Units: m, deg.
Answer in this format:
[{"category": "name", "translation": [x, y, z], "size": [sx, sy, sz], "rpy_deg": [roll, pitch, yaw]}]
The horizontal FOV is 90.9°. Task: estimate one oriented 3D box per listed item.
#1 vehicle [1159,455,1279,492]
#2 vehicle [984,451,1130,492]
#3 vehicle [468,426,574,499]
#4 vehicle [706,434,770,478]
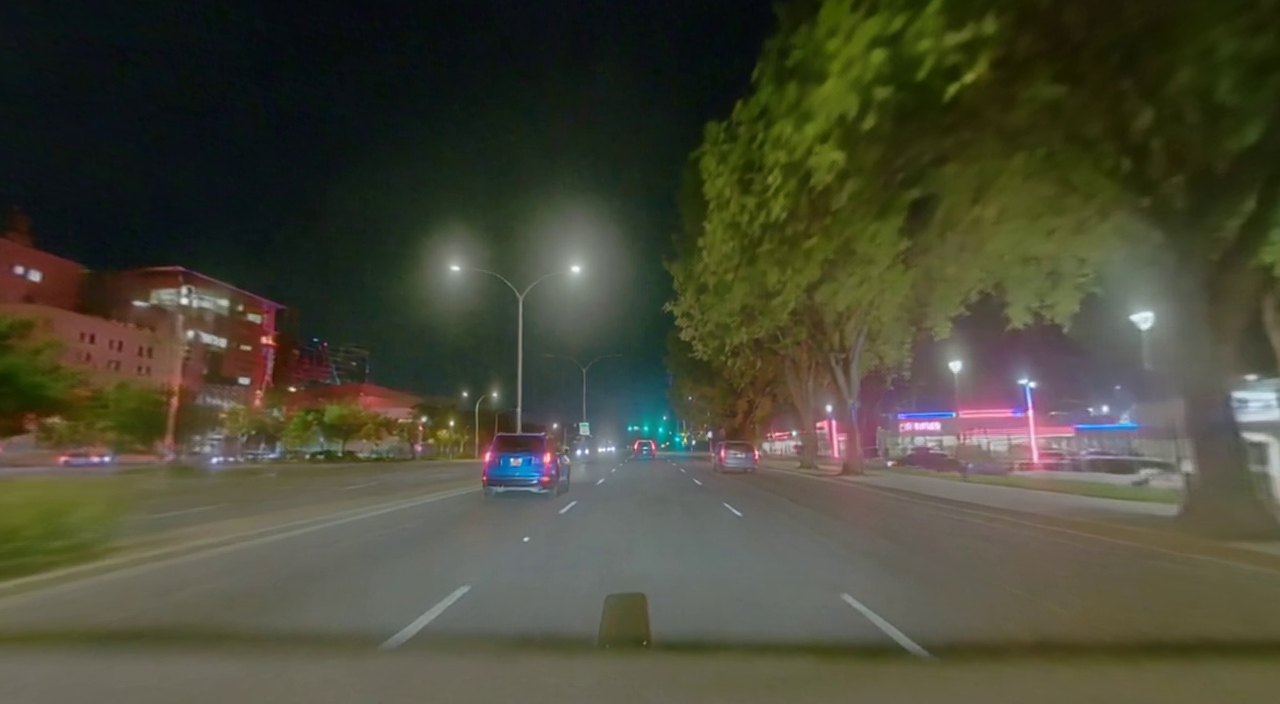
[{"category": "vehicle", "translation": [28.844, 6.006, 31.313], "size": [4.338, 1.704, 1.920], "rpy_deg": [-1, -8, 1]}, {"category": "vehicle", "translation": [16.680, 4.780, 25.387], "size": [4.479, 1.445, 1.946], "rpy_deg": [-1, -8, -1]}, {"category": "vehicle", "translation": [-3.191, 3.066, 17.933], "size": [2.047, 1.810, 4.414], "rpy_deg": [0, -8, 1]}, {"category": "vehicle", "translation": [4.296, 4.632, 28.388], "size": [2.083, 1.779, 4.347], "rpy_deg": [0, -8, -1]}]
